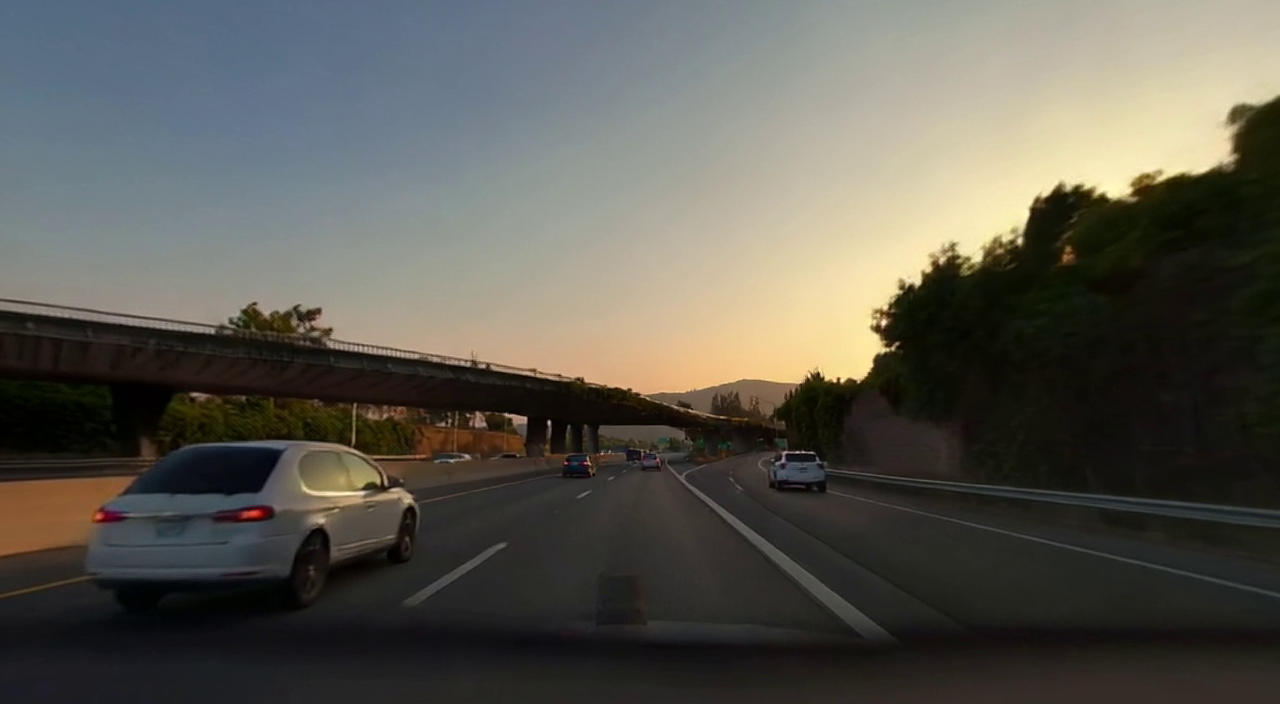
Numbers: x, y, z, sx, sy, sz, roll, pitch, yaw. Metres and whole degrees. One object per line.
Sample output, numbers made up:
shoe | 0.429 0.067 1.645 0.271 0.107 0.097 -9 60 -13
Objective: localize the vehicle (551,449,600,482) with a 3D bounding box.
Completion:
vehicle | -3.208 5.768 32.228 1.997 1.540 3.906 0 -9 1

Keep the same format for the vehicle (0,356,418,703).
vehicle | -3.539 1.188 4.559 2.263 1.696 4.321 0 -9 0

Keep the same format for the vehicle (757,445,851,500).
vehicle | 5.150 3.832 20.474 2.020 1.548 4.715 0 -9 3
